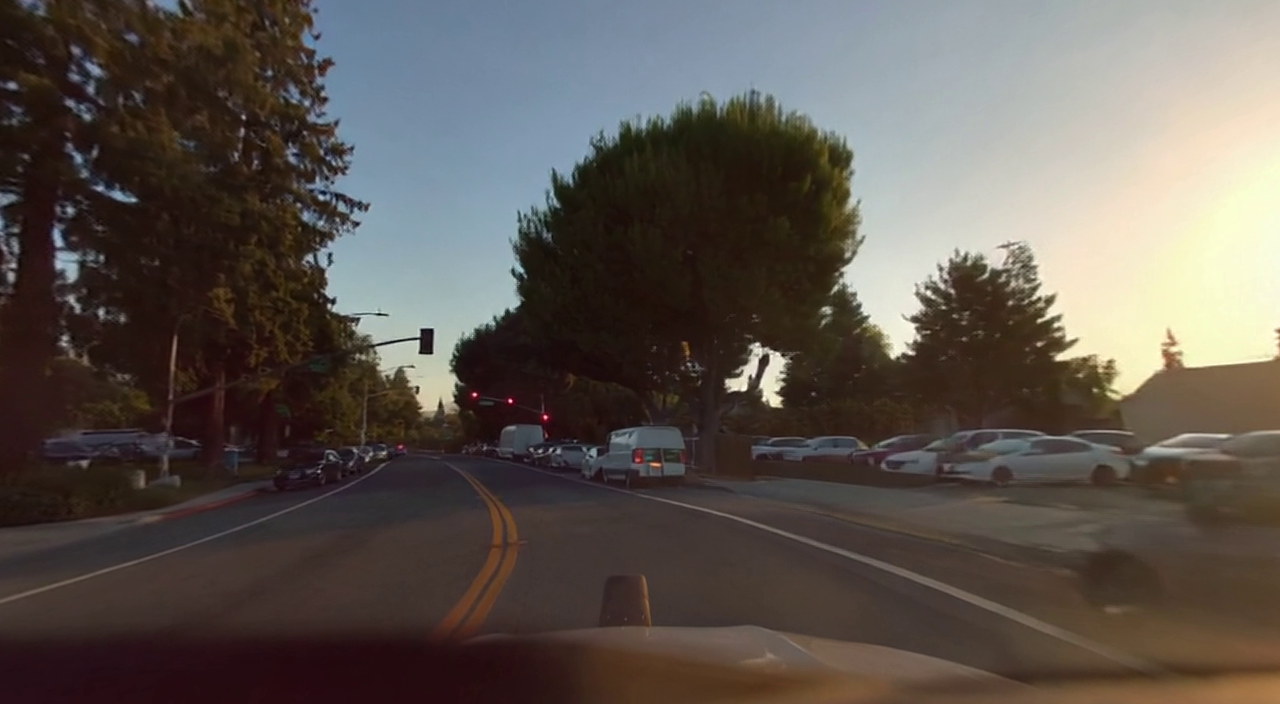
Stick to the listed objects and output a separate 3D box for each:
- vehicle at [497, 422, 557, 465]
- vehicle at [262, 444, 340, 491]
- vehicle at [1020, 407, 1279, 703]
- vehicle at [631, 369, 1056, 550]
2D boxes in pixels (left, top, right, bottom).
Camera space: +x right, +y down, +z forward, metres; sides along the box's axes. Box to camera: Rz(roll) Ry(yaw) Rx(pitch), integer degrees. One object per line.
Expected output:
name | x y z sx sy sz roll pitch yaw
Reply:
vehicle | -8.521 6.790 46.962 3.089 2.882 6.770 3 -9 -21
vehicle | -12.488 4.234 23.506 1.950 1.489 4.214 2 -8 -20
vehicle | 4.218 0.977 2.856 1.957 1.479 4.554 0 -8 -3
vehicle | 2.607 2.081 12.964 3.041 2.164 10.370 1 -9 -15
